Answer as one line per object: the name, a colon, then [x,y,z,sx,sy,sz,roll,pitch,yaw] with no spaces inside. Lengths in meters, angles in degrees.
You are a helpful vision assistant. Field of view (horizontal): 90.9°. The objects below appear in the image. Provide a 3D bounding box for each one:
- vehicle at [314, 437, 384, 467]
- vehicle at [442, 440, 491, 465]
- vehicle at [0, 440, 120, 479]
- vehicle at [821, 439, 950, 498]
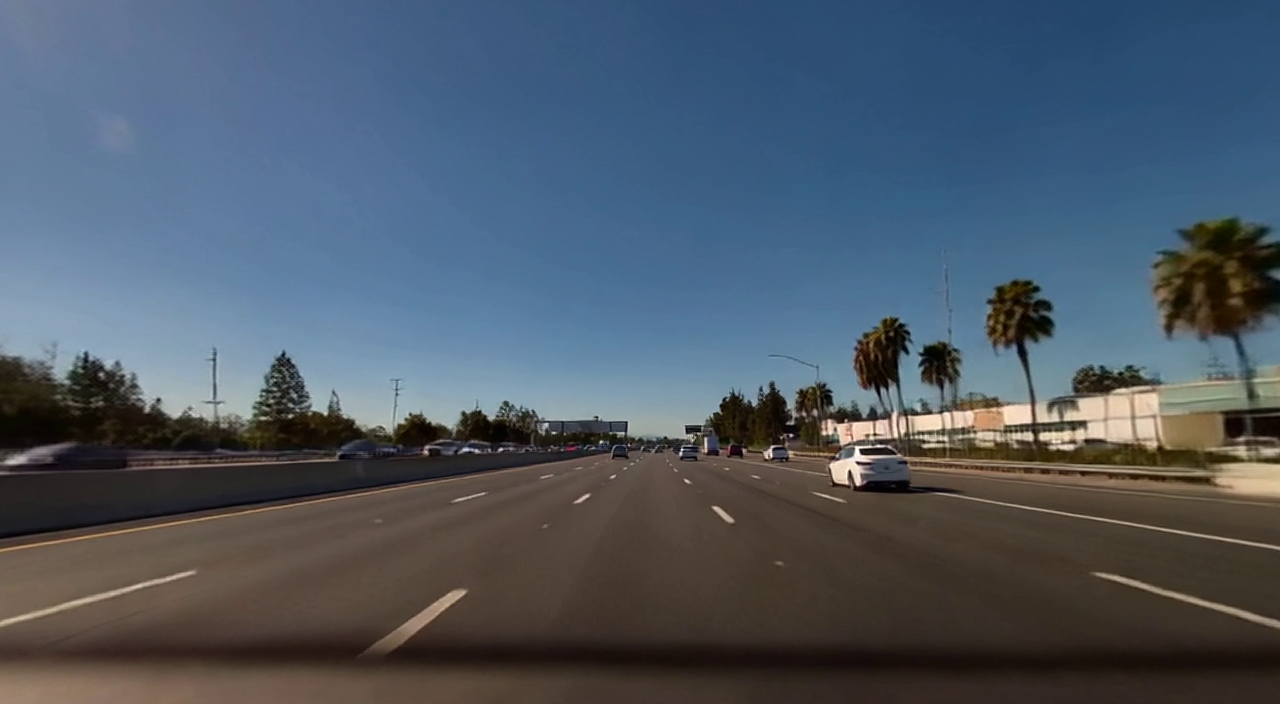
vehicle: [-18.018,6.231,39.333,1.989,1.730,4.718,0,-8,1]
vehicle: [-11.542,6.700,42.259,1.919,1.588,4.354,-1,-8,3]
vehicle: [-25.158,4.533,26.950,1.835,1.501,4.527,0,-8,2]
vehicle: [7.255,3.460,19.241,2.071,1.543,4.702,0,-8,1]
